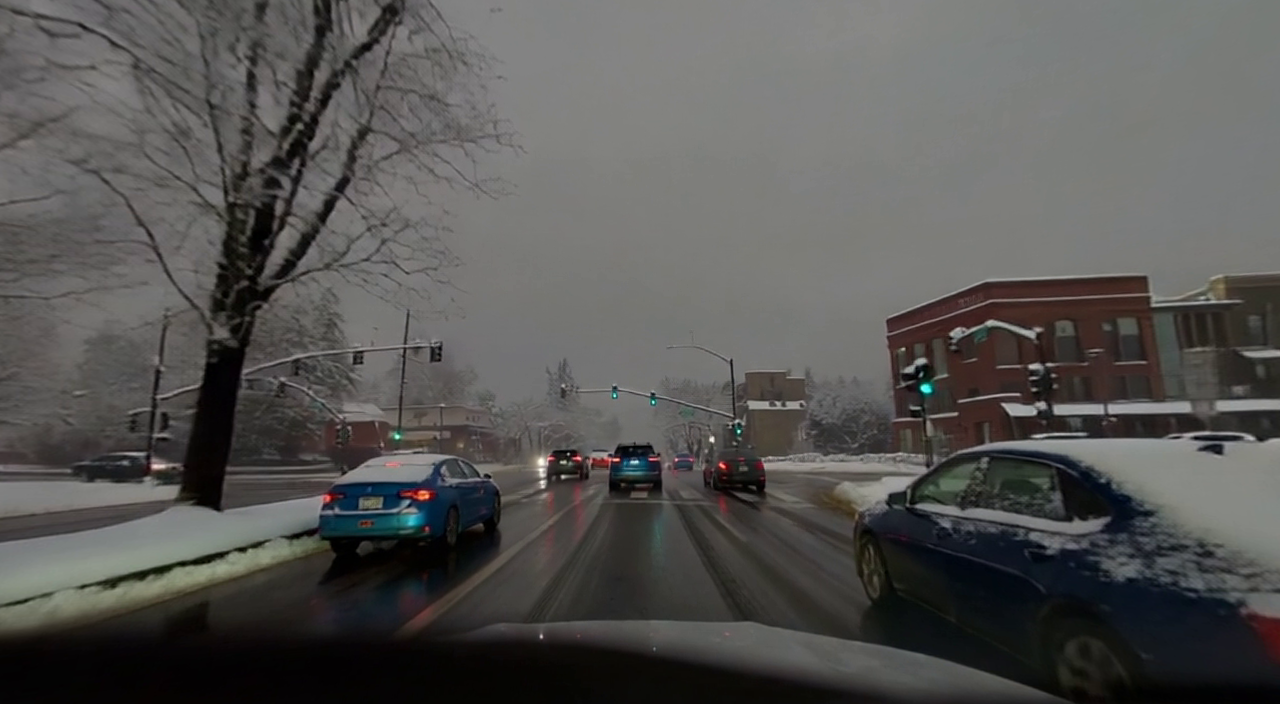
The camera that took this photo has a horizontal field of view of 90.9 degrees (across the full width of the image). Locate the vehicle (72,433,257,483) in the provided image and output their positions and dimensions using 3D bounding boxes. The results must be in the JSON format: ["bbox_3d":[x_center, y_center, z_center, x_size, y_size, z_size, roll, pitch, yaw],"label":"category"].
[{"bbox_3d":[-34.935,7.707,46.384,12.467,3.385,3.314,-2,-9,13],"label":"vehicle"}]

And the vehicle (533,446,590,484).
[{"bbox_3d":[-3.584,5.229,29.561,2.130,1.645,3.995,0,-9,1],"label":"vehicle"}]

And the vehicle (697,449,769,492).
[{"bbox_3d":[3.471,4.498,24.333,2.058,1.472,4.317,0,-9,-1],"label":"vehicle"}]

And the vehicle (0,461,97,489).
[{"bbox_3d":[-37.183,7.711,39.622,4.625,1.618,2.035,-2,-9,12],"label":"vehicle"}]

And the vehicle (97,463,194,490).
[{"bbox_3d":[-29.944,7.520,38.211,4.488,1.445,2.098,-2,-9,12],"label":"vehicle"}]

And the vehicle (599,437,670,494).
[{"bbox_3d":[-0.198,4.124,23.300,2.361,1.898,4.465,0,-9,0],"label":"vehicle"}]

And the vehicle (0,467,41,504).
[{"bbox_3d":[-29.212,6.142,29.232,1.921,1.452,4.549,8,-12,-43],"label":"vehicle"}]

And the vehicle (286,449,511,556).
[{"bbox_3d":[-3.592,2.294,10.323,2.115,1.369,3.908,0,-9,0],"label":"vehicle"}]

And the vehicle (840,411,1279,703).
[{"bbox_3d":[3.032,1.234,3.982,2.052,1.475,4.540,0,-9,0],"label":"vehicle"}]
